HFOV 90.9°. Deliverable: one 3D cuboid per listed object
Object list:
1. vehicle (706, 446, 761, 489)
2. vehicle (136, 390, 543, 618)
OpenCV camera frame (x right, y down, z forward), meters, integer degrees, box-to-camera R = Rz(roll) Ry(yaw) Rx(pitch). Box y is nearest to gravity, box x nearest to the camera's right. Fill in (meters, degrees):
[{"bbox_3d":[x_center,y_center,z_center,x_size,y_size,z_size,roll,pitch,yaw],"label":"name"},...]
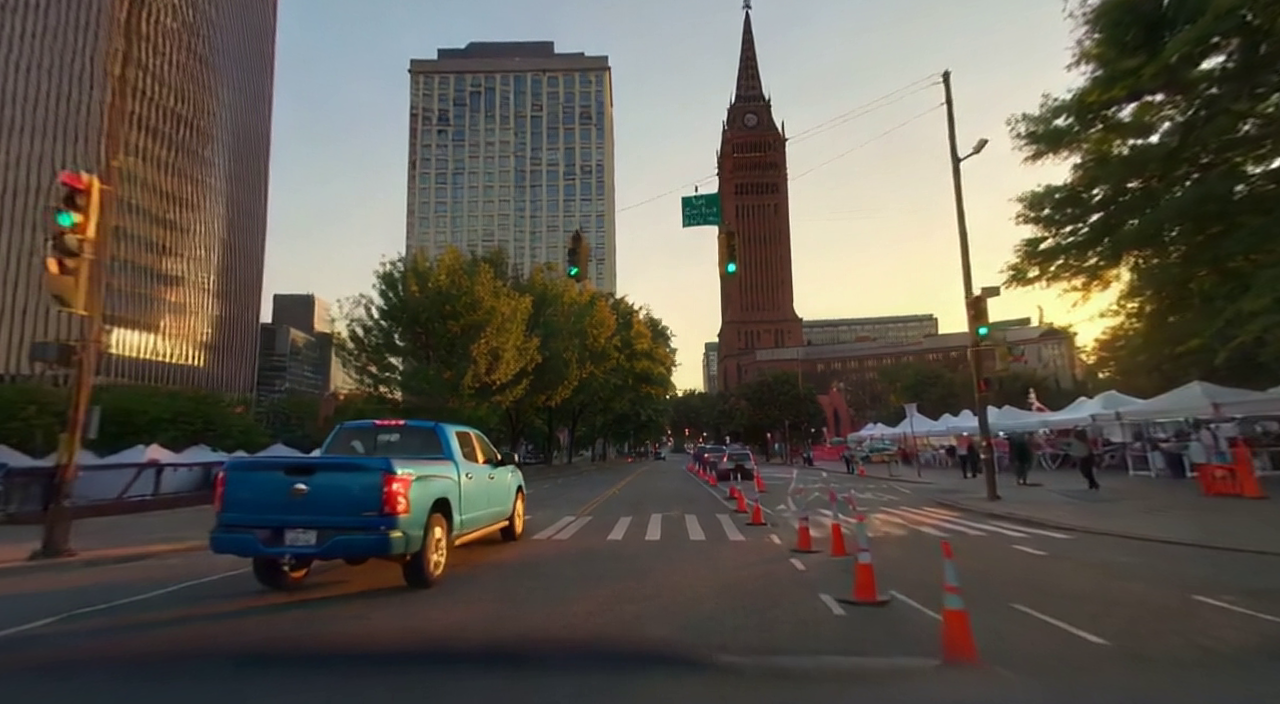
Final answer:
[{"bbox_3d":[3.826,4.709,26.088,2.023,1.607,4.225,-2,-9,7],"label":"vehicle"},{"bbox_3d":[-3.066,1.756,8.382,2.452,1.954,5.653,-1,-9,2],"label":"vehicle"}]
